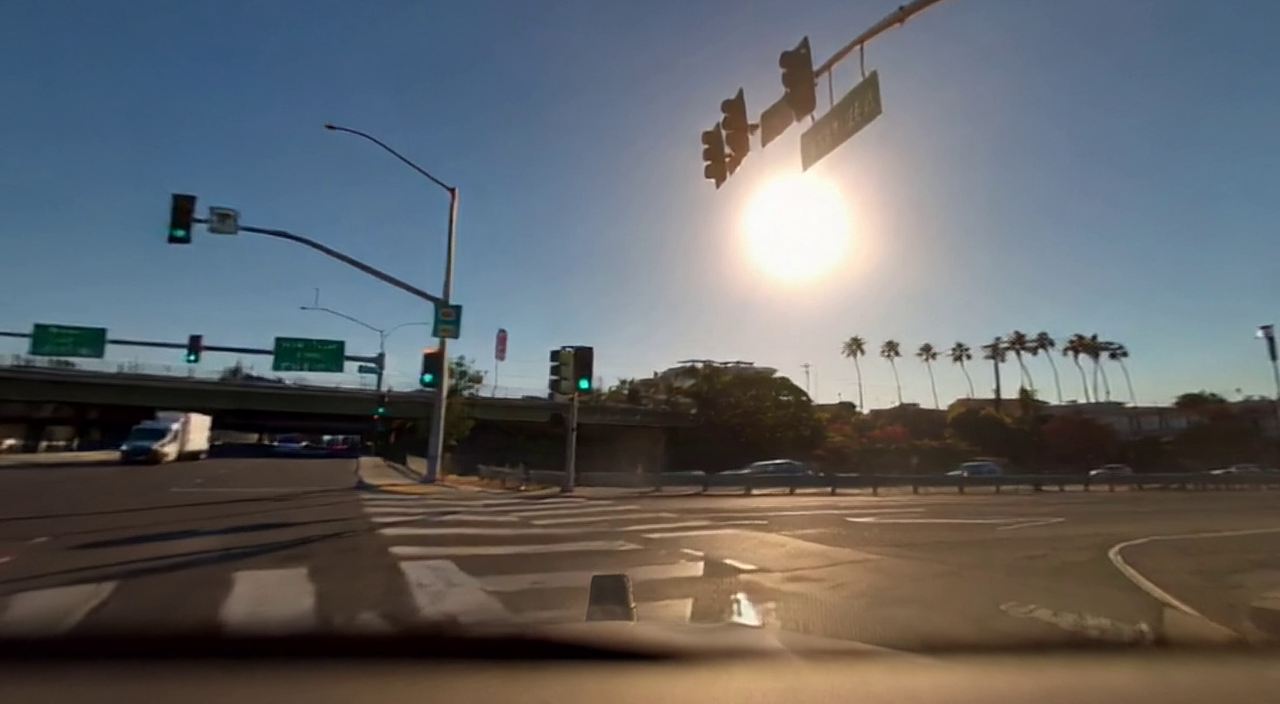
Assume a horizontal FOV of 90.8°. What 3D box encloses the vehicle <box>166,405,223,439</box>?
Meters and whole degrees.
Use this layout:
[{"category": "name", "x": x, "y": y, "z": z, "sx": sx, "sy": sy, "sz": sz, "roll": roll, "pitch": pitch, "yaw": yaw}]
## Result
[{"category": "vehicle", "x": -34.375, "y": 5.523, "z": 48.946, "sx": 2.698, "sy": 2.312, "sz": 7.326, "roll": 5, "pitch": -10, "yaw": -29}]
